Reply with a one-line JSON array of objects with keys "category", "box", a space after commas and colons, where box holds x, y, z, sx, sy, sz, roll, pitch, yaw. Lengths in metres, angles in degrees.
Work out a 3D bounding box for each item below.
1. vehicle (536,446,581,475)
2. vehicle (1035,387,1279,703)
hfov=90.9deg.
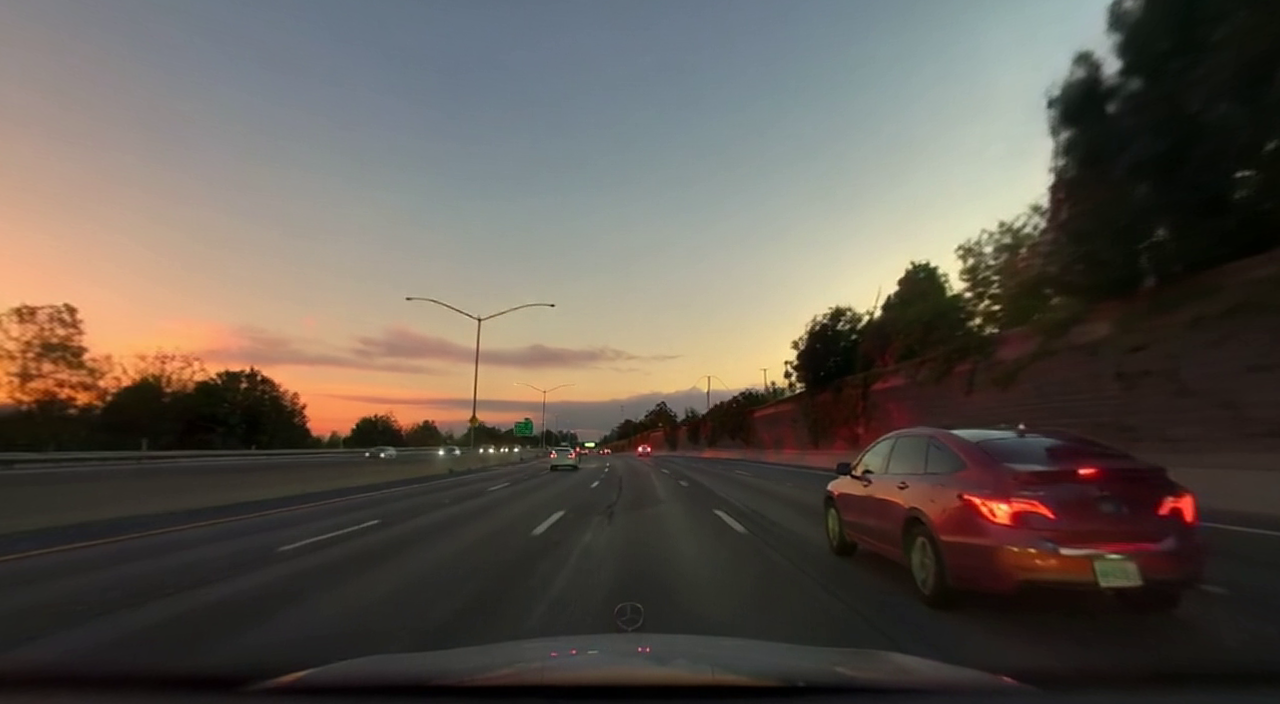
[{"category": "vehicle", "box": [-4.466, 6.027, 35.323, 2.014, 1.481, 4.156, -1, -9, -1]}, {"category": "vehicle", "box": [3.293, 0.710, 1.219, 2.030, 1.490, 4.737, -1, -9, 1]}]
